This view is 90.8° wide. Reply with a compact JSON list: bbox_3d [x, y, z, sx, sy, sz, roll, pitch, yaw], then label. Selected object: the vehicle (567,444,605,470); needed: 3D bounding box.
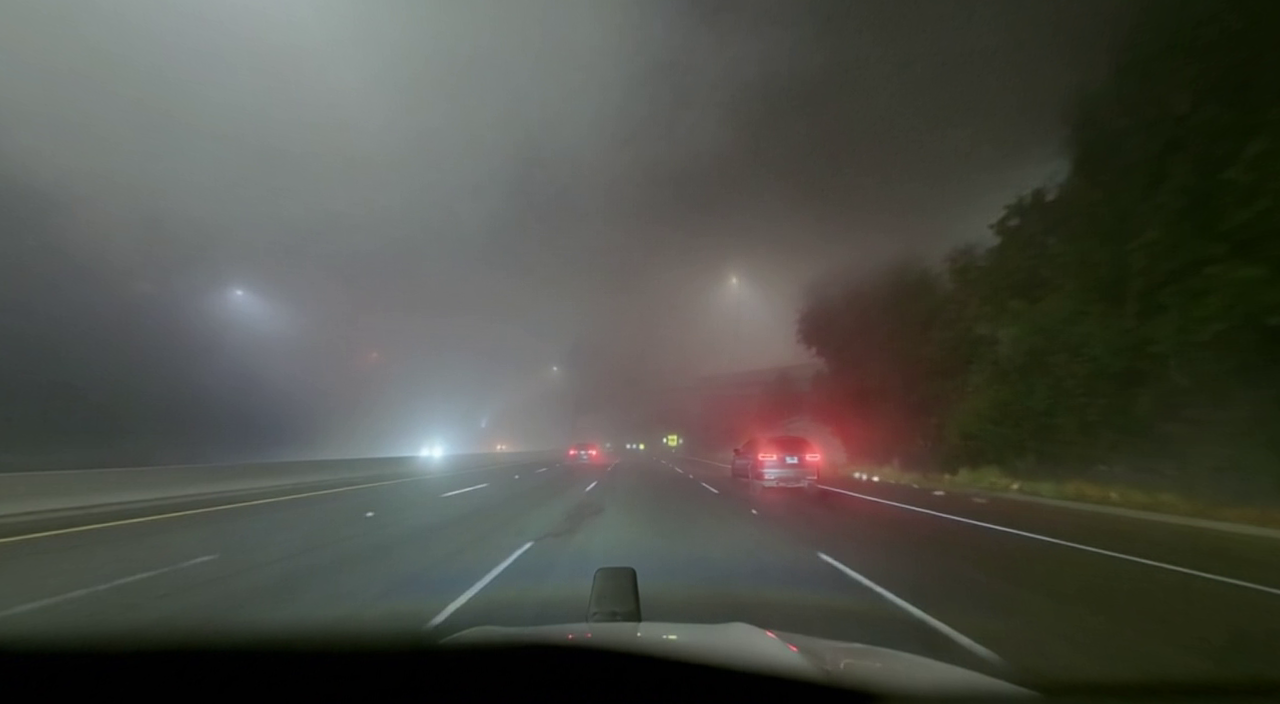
[{"bbox_3d":[-3.388,6.657,40.345,2.037,1.514,4.335,-1,-9,0],"label":"vehicle"}]
